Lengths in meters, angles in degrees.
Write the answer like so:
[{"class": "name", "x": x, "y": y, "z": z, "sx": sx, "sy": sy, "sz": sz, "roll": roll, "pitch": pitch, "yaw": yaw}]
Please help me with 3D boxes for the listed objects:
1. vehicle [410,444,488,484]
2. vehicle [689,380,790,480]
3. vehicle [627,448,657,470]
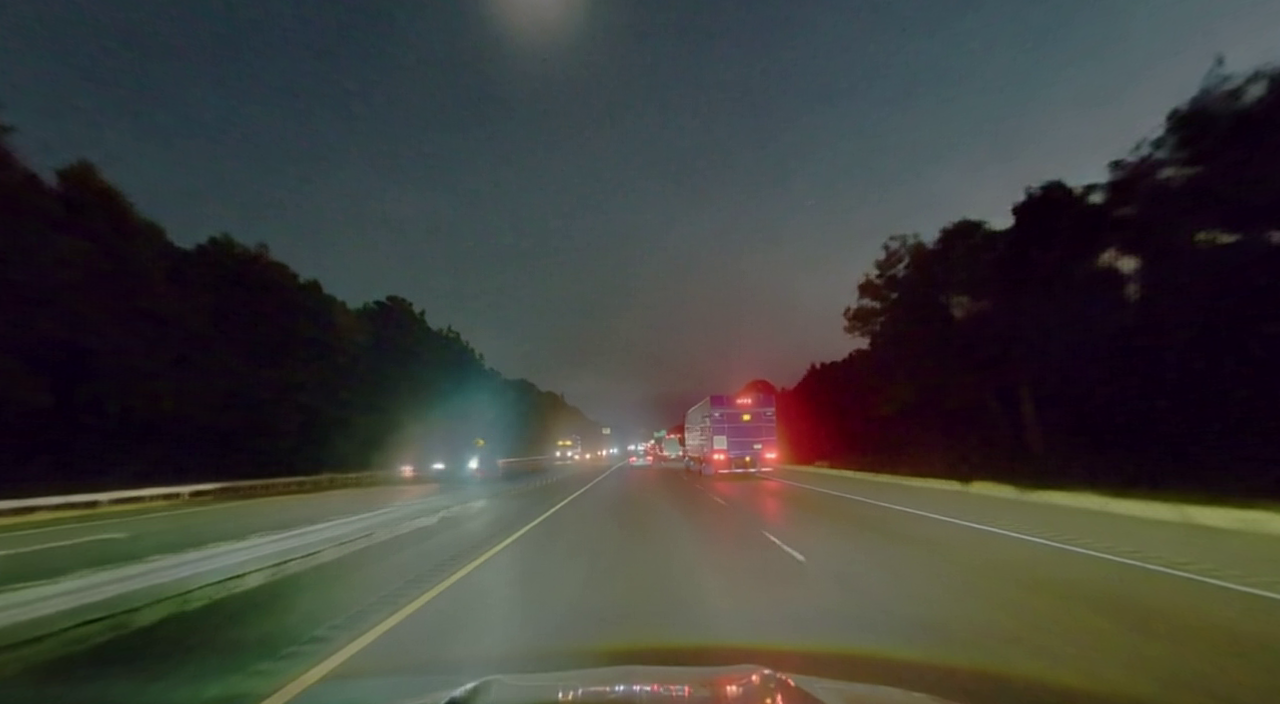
[{"class": "vehicle", "x": -8.648, "y": 5.108, "z": 29.004, "sx": 2.155, "sy": 1.659, "sz": 4.565, "roll": 0, "pitch": -9, "yaw": 0}, {"class": "vehicle", "x": 4.678, "y": 4.321, "z": 33.248, "sx": 2.939, "sy": 4.129, "sz": 14.300, "roll": 0, "pitch": -9, "yaw": 0}, {"class": "vehicle", "x": 0.135, "y": 7.214, "z": 42.756, "sx": 1.926, "sy": 1.386, "sz": 3.615, "roll": 0, "pitch": -9, "yaw": 0}]
